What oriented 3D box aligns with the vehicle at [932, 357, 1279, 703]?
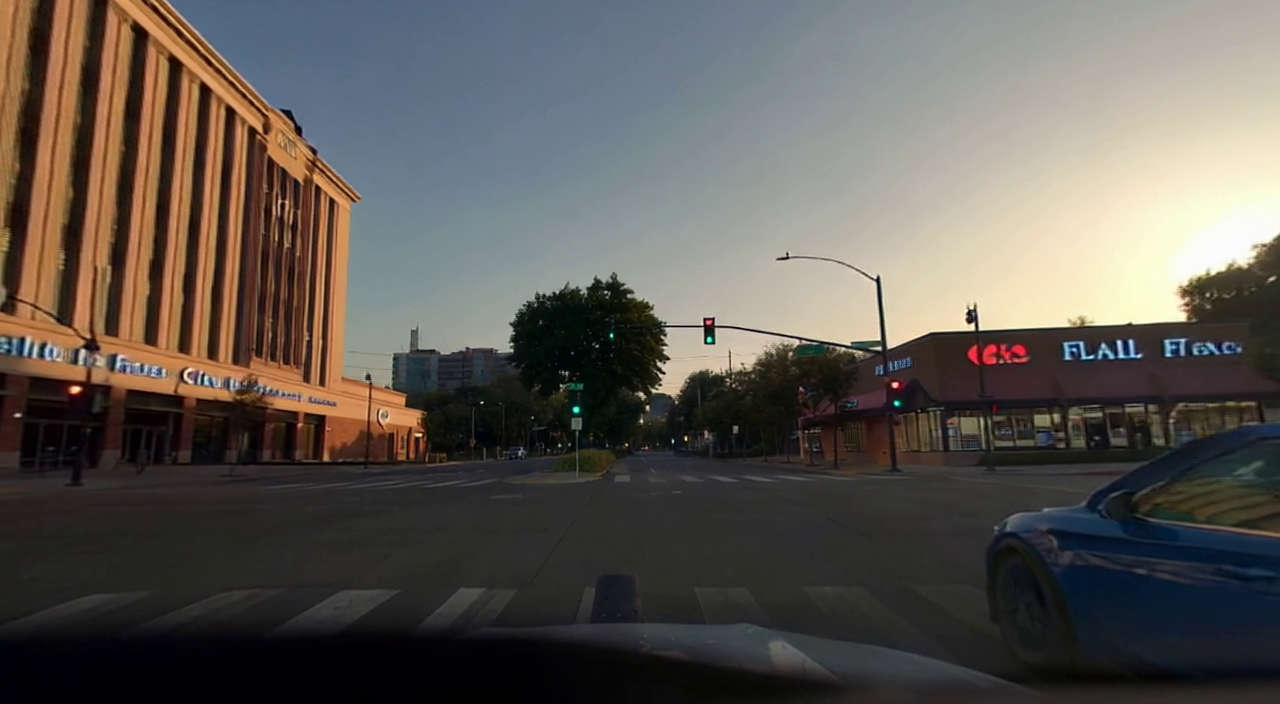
[{"bbox_3d":[3.078,0.819,1.867,2.015,1.641,4.995,0,-9,0],"label":"vehicle"}]
